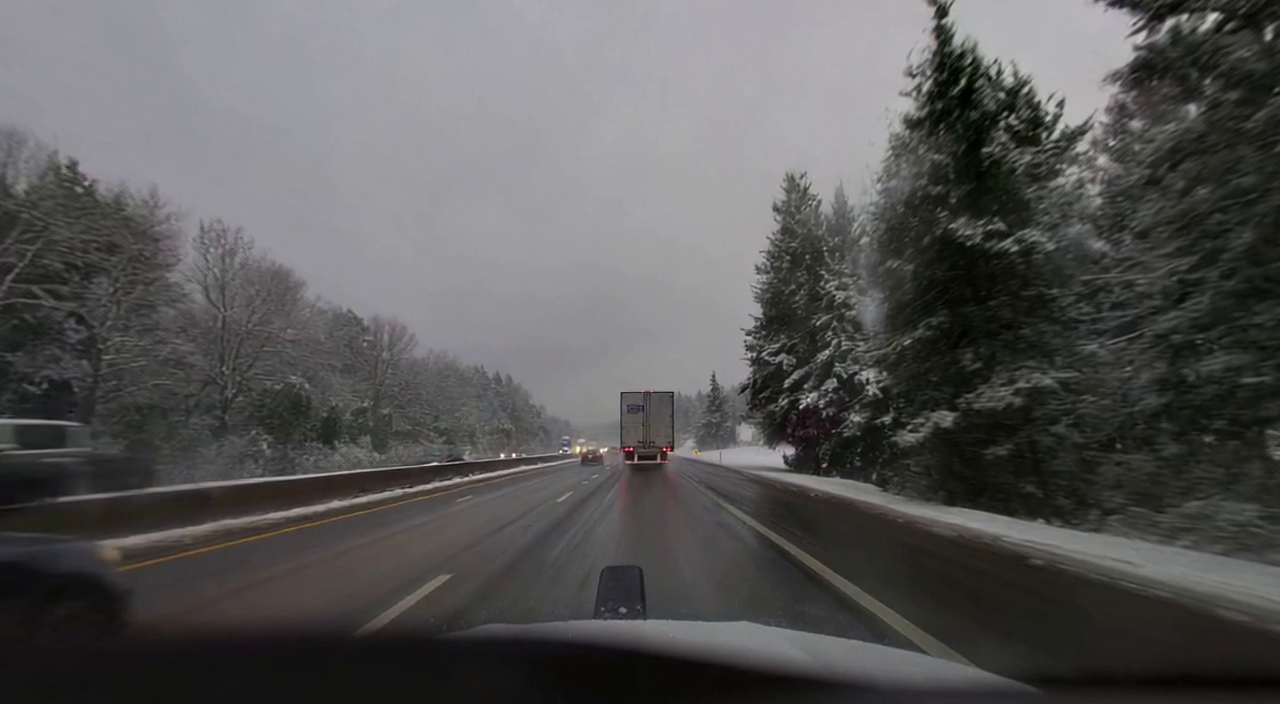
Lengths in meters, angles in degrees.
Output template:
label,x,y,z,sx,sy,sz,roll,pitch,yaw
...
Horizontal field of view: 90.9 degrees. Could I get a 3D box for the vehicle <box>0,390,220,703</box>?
label,x,y,z,sx,sy,sz,roll,pitch,yaw
vehicle,-3.619,0.743,1.289,2.074,1.546,4.946,0,-9,0

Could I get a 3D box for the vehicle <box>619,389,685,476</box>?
label,x,y,z,sx,sy,sz,roll,pitch,yaw
vehicle,0.485,4.356,33.087,2.959,3.828,9.617,0,-9,-1
